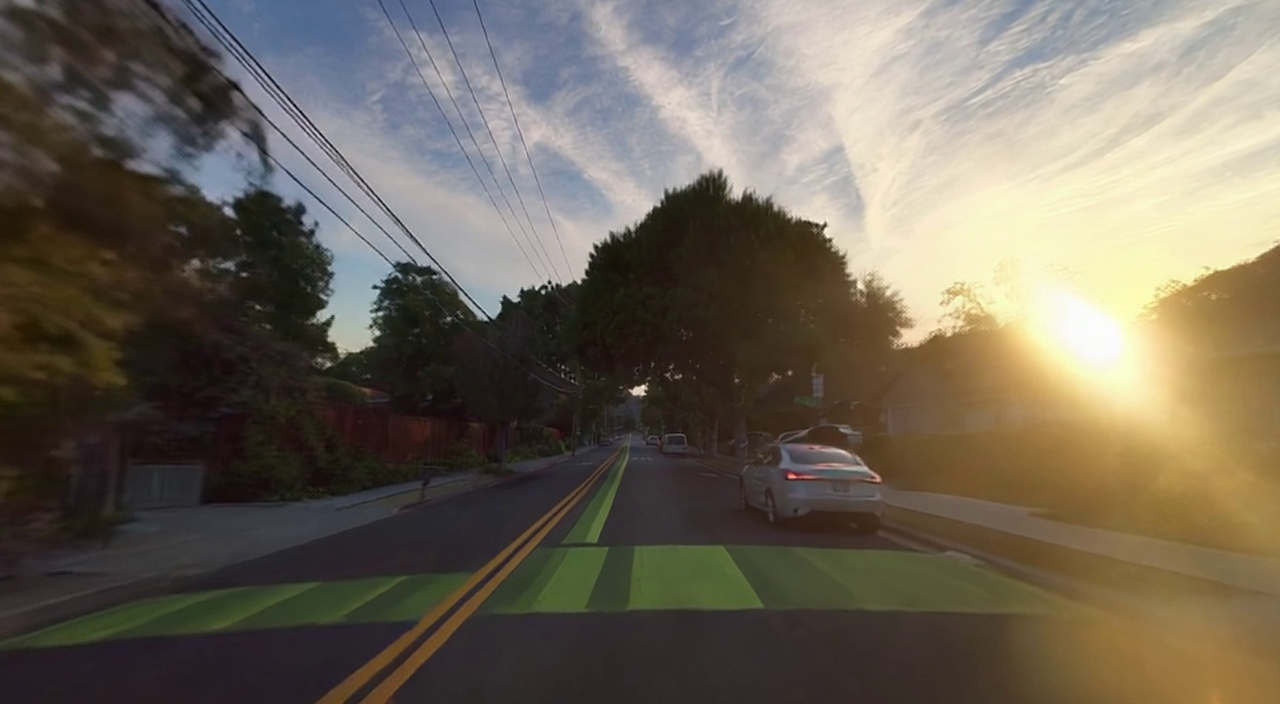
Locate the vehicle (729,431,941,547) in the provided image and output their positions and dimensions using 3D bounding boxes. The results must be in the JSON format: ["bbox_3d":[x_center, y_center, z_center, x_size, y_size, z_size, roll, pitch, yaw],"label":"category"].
[{"bbox_3d":[3.021,2.245,11.280,1.989,1.545,5.423,0,-8,-1],"label":"vehicle"}]

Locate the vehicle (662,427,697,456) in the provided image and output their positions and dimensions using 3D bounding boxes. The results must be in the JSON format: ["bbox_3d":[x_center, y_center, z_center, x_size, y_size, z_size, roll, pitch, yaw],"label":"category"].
[{"bbox_3d":[2.979,6.951,48.836,2.347,2.070,5.735,0,-8,0],"label":"vehicle"}]
